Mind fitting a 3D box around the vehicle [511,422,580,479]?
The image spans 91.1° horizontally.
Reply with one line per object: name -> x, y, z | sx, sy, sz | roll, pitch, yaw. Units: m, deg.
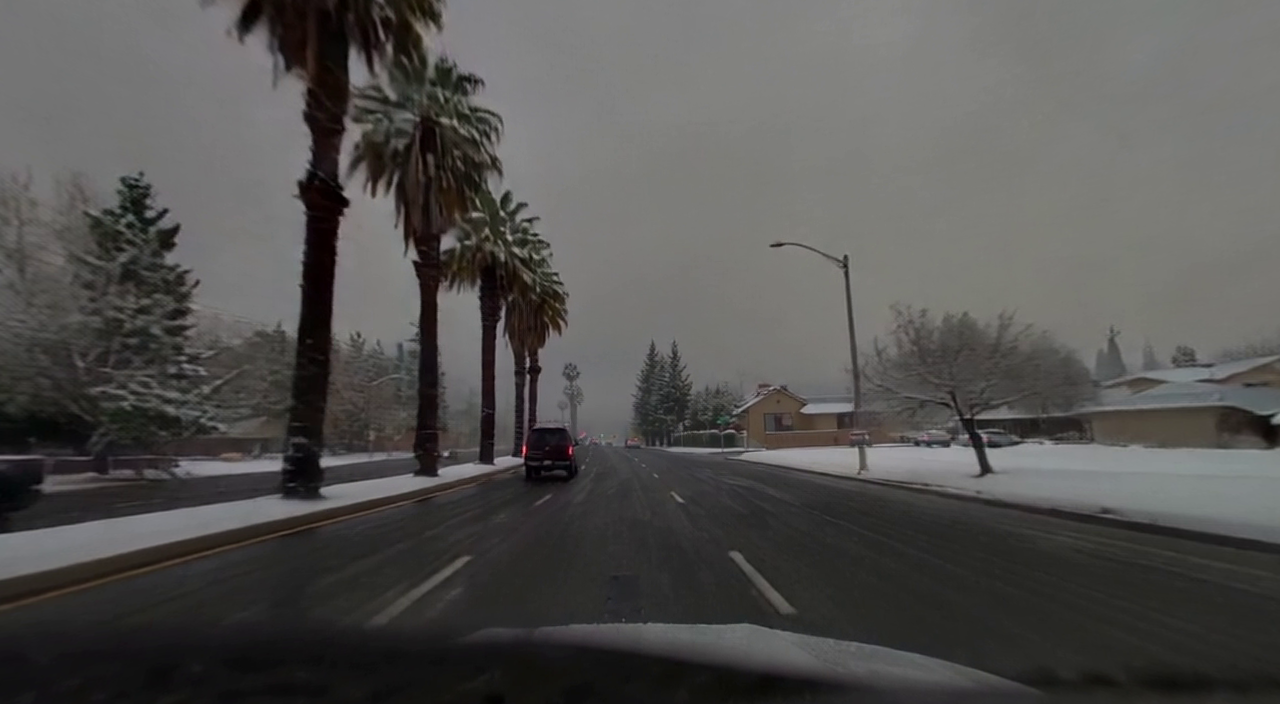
vehicle -> -3.947, 4.277, 27.404 | 2.507, 2.161, 6.049 | 1, -9, -5
